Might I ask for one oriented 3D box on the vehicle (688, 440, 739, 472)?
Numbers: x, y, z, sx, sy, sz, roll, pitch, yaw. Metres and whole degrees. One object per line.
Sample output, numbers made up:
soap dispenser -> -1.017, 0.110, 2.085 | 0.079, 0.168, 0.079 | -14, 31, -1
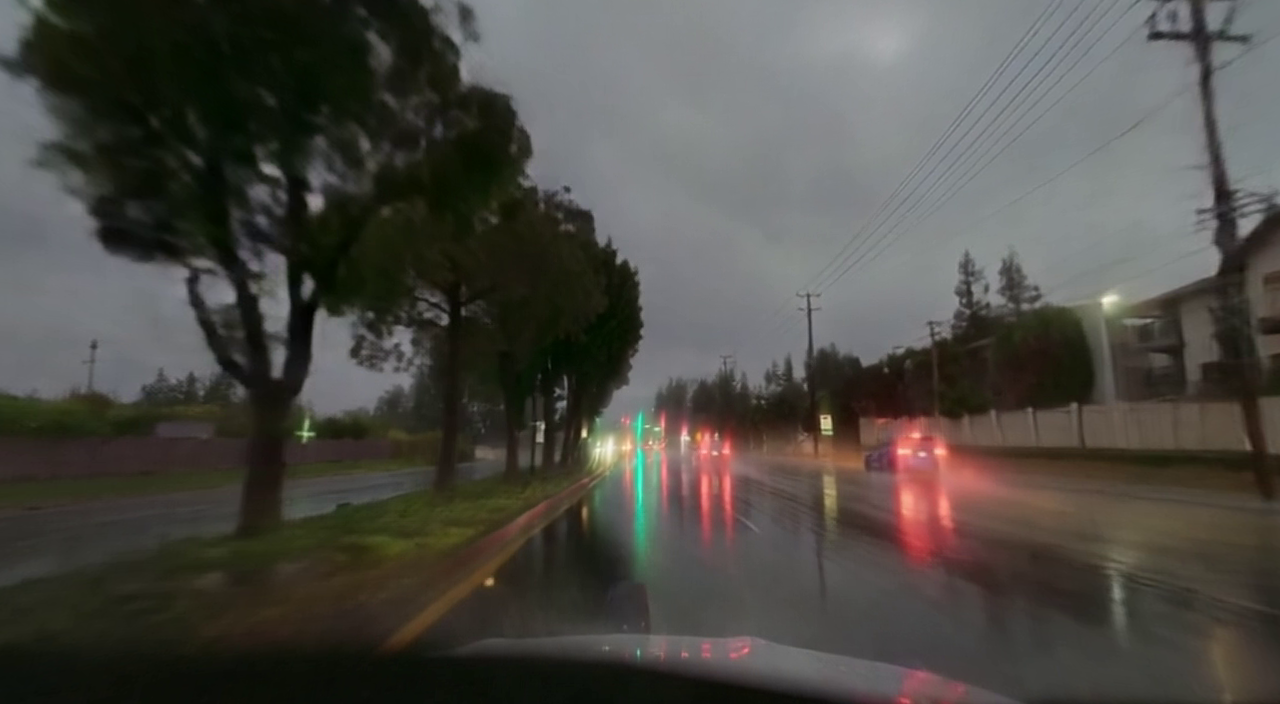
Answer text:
vehicle -> 3.642, 5.270, 32.098 | 2.063, 1.481, 4.247 | 0, -8, 0

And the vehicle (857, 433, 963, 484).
vehicle -> 9.991, 3.957, 23.734 | 1.978, 1.700, 4.461 | 0, -9, 0
